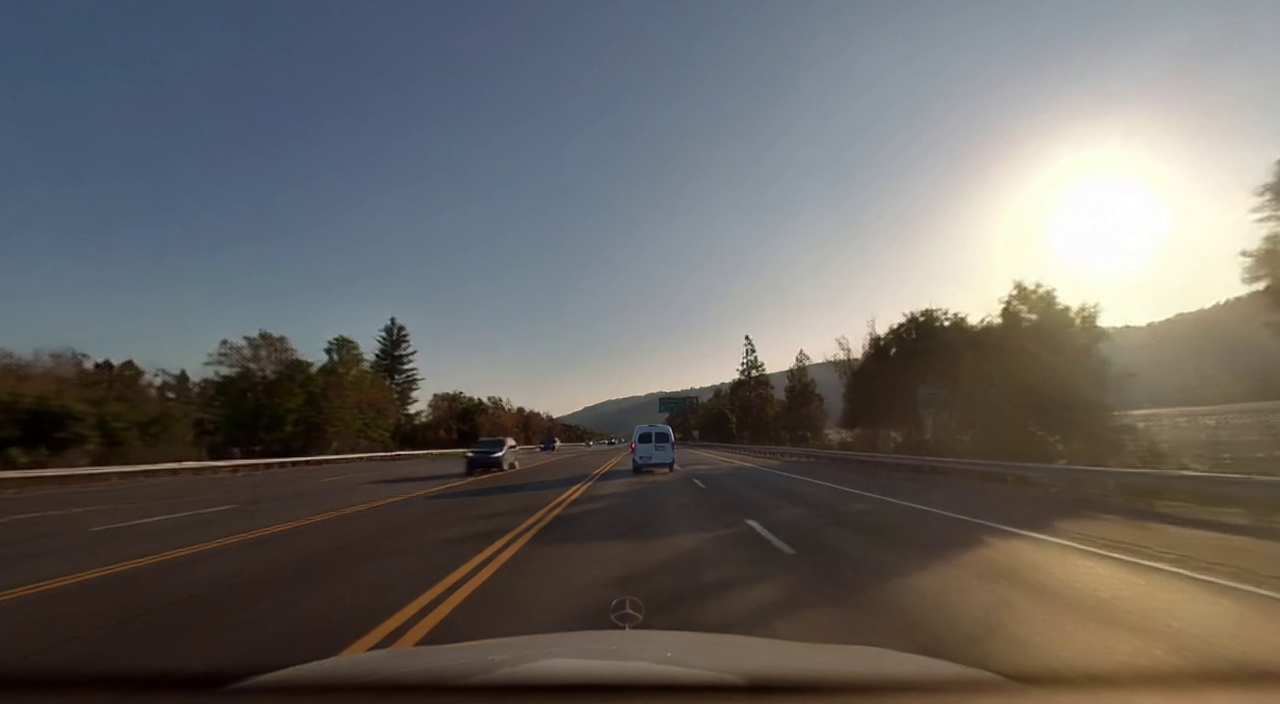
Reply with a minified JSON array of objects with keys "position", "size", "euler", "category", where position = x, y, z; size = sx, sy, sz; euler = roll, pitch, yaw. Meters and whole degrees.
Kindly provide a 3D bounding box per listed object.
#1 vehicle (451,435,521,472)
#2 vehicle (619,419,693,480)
[{"position":[-7.888,5.228,32.752],"size":[2.271,1.756,4.718],"euler":[0,-8,2],"category":"vehicle"},{"position":[0.585,3.575,23.221],"size":[2.469,2.027,4.554],"euler":[0,-8,2],"category":"vehicle"}]
